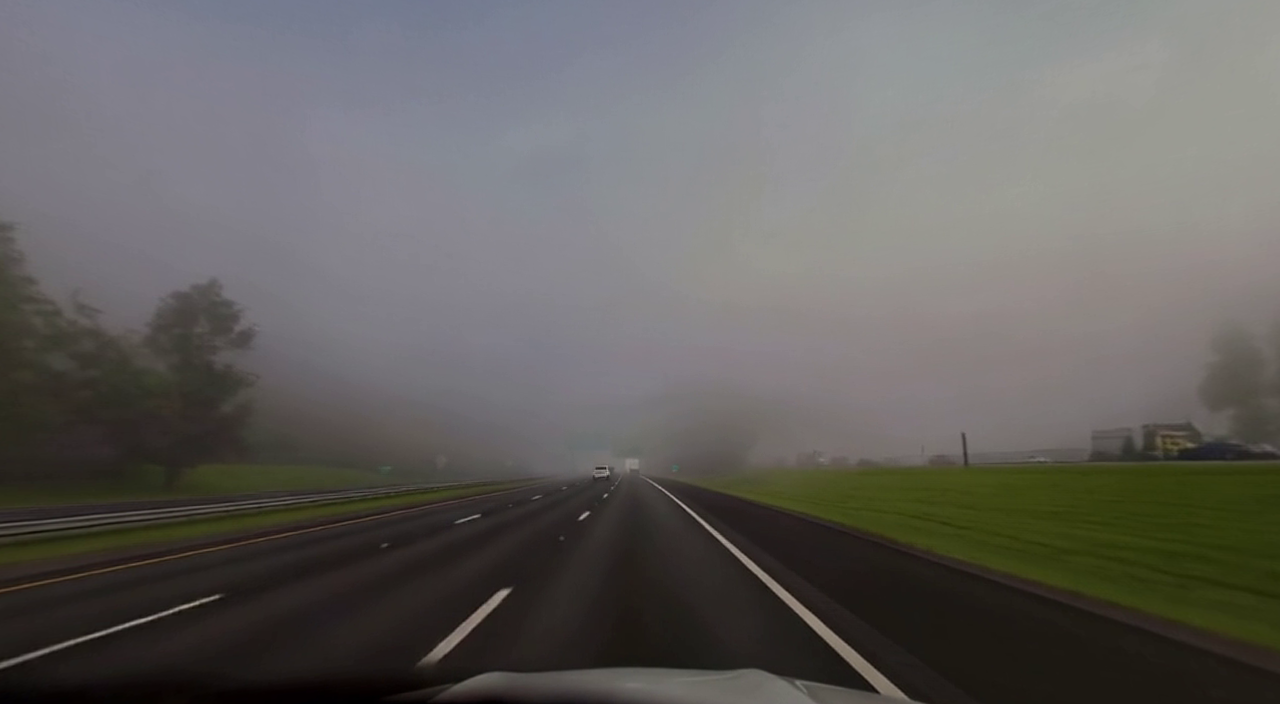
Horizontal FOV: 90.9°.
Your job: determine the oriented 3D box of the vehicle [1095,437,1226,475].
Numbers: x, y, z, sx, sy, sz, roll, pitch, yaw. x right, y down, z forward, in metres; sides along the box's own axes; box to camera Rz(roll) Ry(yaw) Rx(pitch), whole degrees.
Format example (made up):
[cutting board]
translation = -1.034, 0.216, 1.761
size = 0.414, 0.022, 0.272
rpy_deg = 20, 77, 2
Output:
[vehicle]
translation = 25.778, 5.191, 31.326
size = 4.723, 1.688, 2.004
rpy_deg = -9, -15, 43
